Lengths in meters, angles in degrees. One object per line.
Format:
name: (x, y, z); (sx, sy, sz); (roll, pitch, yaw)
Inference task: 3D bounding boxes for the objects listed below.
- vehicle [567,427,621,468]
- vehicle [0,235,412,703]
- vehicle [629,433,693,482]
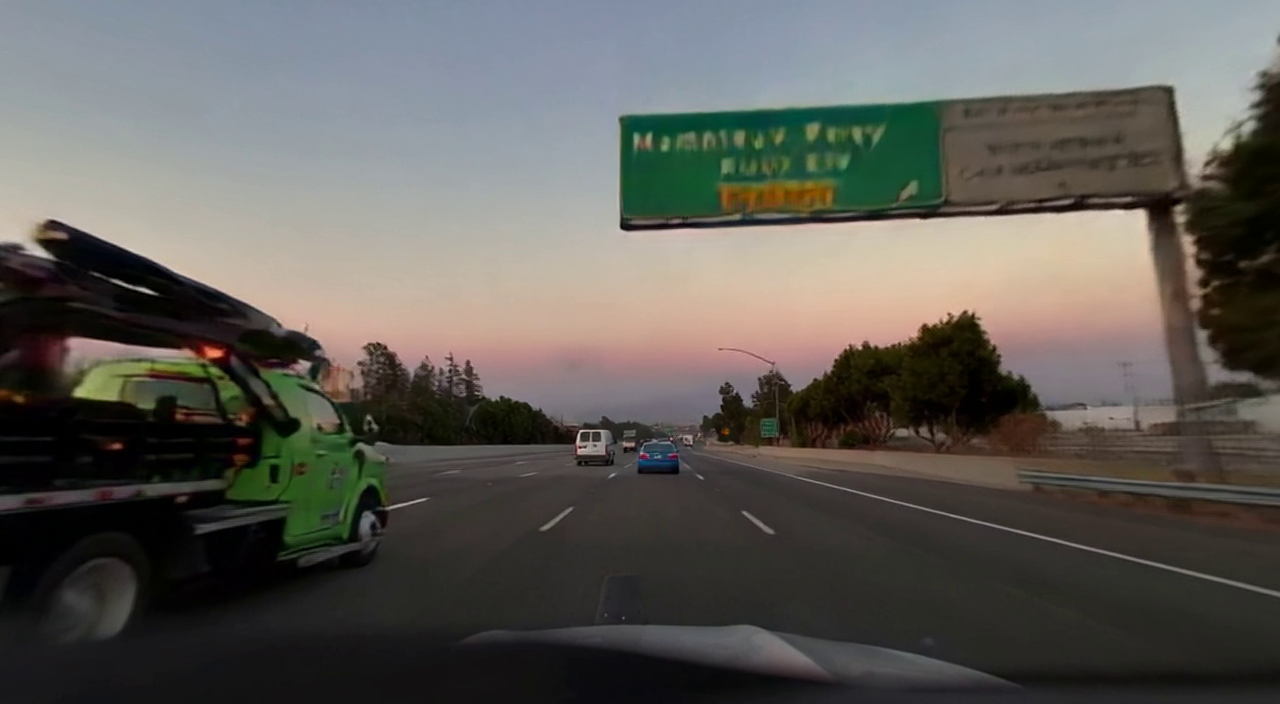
vehicle: (-2.532, 5.440, 35.900); (2.526, 2.146, 5.594); (0, -8, 1)
vehicle: (-3.738, 0.806, 4.175); (2.292, 2.070, 5.532); (0, -8, 1)
vehicle: (0.731, 3.922, 23.614); (2.165, 1.653, 4.456); (0, -8, 0)
